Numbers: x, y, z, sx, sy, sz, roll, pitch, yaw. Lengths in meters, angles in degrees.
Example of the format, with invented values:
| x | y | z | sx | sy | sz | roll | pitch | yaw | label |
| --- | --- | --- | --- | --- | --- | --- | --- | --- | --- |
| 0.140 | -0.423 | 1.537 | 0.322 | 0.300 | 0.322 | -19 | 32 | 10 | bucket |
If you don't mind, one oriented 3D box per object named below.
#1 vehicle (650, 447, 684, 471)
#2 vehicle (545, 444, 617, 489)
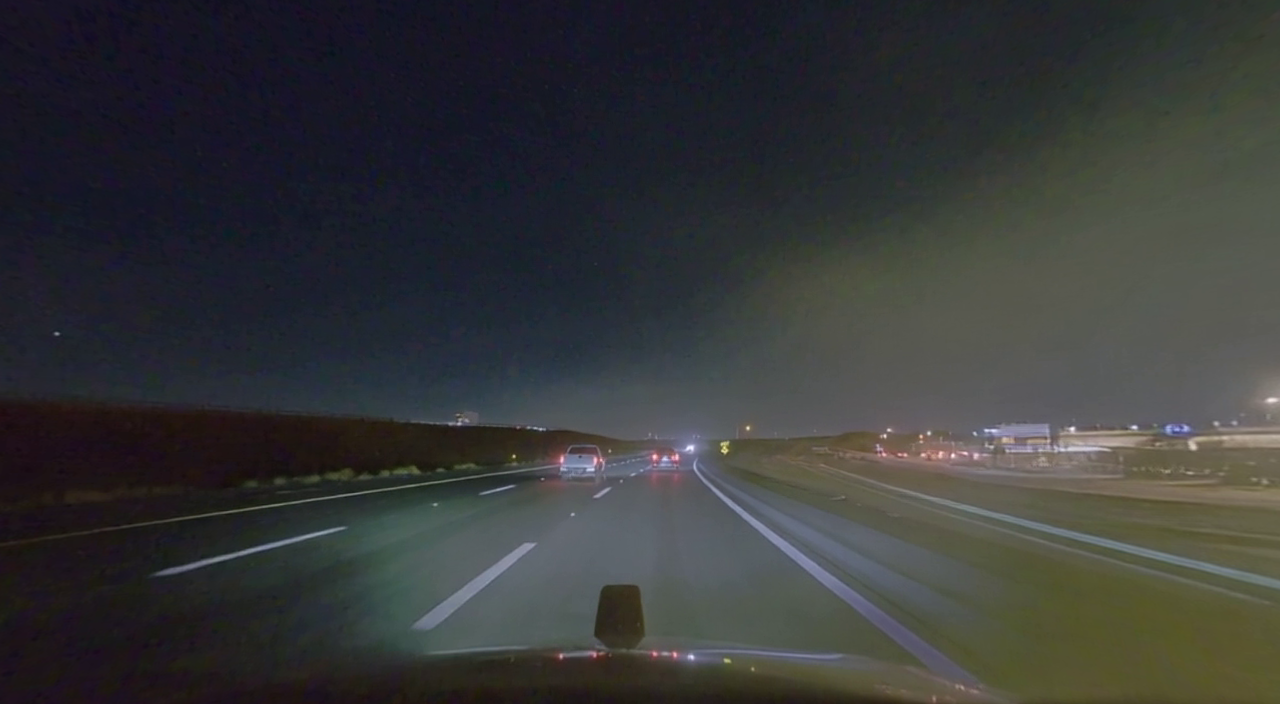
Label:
| x | y | z | sx | sy | sz | roll | pitch | yaw | label |
| --- | --- | --- | --- | --- | --- | --- | --- | --- | --- |
| 1.802 | 7.045 | 41.692 | 2.129 | 1.502 | 4.321 | 0 | -9 | 2 | vehicle |
| -2.163 | 4.368 | 24.373 | 2.129 | 1.563 | 4.387 | -1 | -9 | 3 | vehicle |
